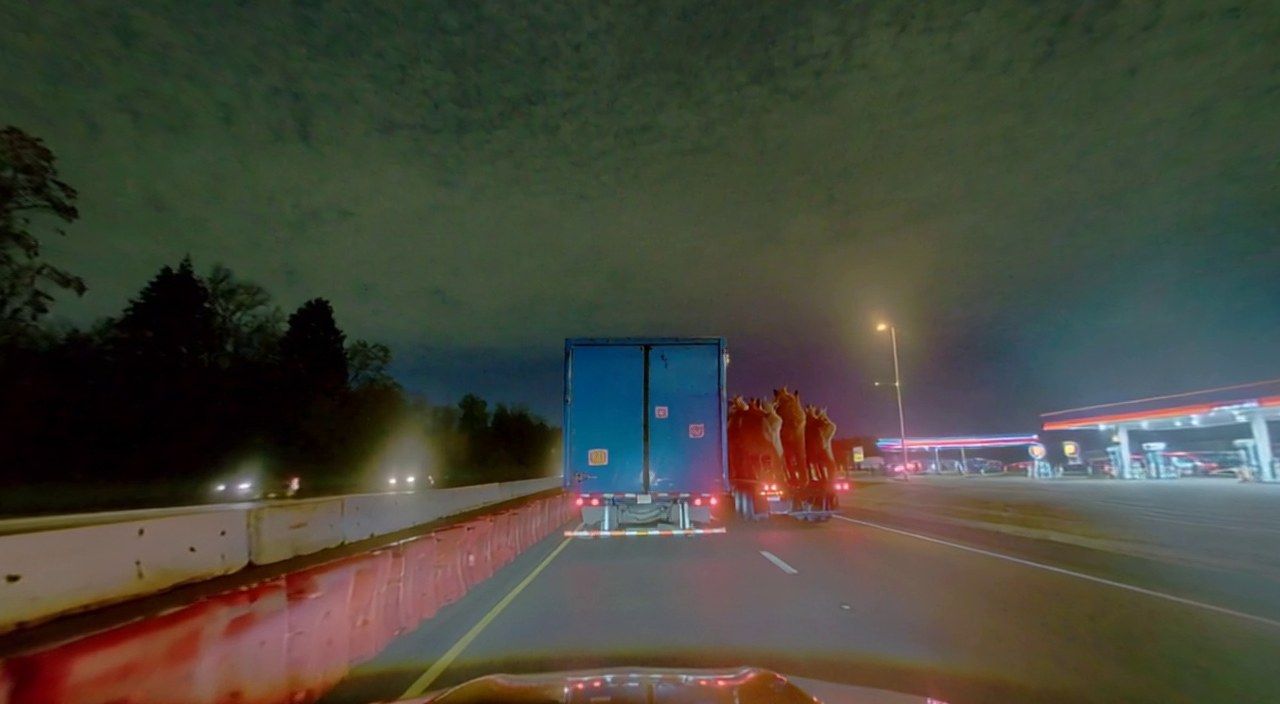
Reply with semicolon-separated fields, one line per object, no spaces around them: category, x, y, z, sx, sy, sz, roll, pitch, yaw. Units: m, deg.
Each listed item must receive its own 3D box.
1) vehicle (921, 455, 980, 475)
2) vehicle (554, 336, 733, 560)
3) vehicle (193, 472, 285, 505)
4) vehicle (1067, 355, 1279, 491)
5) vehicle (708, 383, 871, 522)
vehicle;24.503;8.977;49.932;1.762;1.470;4.485;3;-11;-11
vehicle;0.025;2.172;13.748;2.618;3.306;8.676;1;-10;0
vehicle;-20.885;7.097;33.051;1.890;1.520;4.342;1;-10;0
vehicle;20.833;2.632;21.687;2.771;4.075;13.513;1;-10;0
vehicle;4.455;3.495;21.477;2.936;3.640;9.443;1;-10;-2
